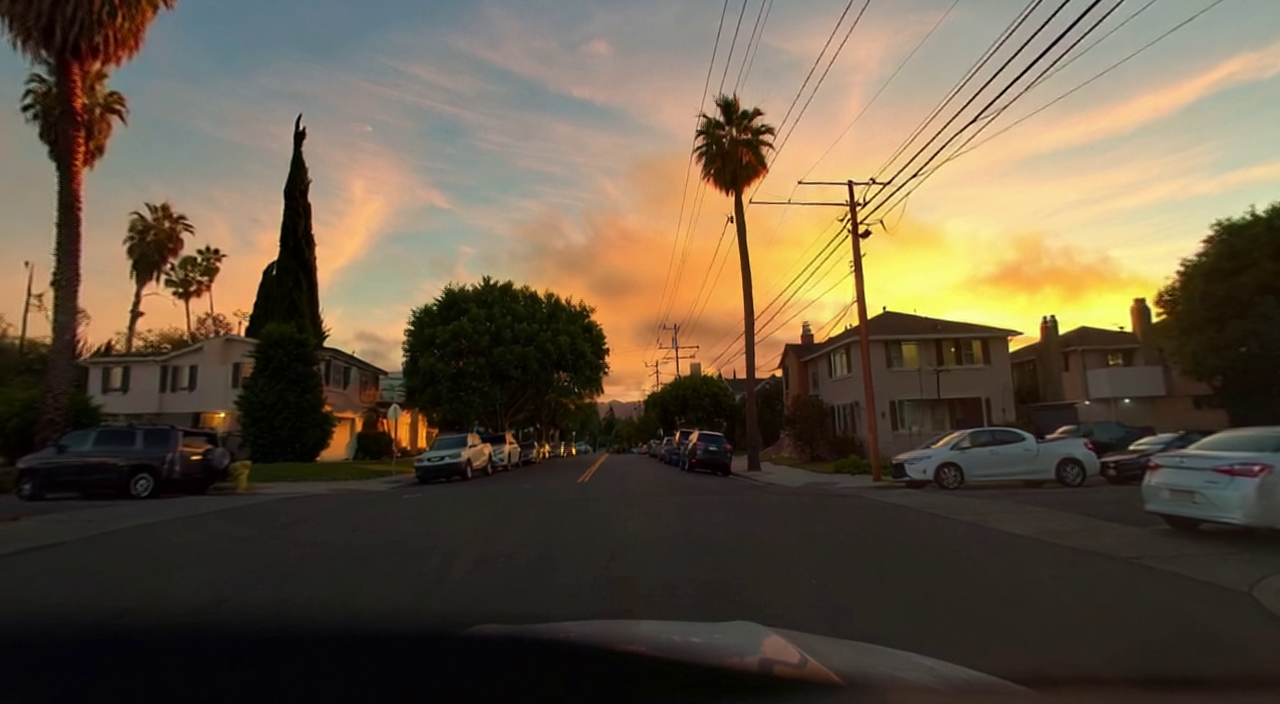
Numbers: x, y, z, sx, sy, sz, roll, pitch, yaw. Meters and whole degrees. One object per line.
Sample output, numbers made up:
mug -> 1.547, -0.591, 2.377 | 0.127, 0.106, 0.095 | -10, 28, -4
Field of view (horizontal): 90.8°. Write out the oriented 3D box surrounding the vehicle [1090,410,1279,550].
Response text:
vehicle -> 8.993, 1.671, 8.577 | 4.181, 1.638, 2.015 | 0, -9, -1

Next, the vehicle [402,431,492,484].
vehicle -> -6.953, 3.840, 23.300 | 2.198, 1.724, 4.493 | 1, -9, -4

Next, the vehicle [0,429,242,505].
vehicle -> -14.794, 3.167, 17.528 | 5.847, 1.766, 2.392 | -2, -9, -2

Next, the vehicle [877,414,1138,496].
vehicle -> 10.272, 2.909, 18.030 | 5.971, 1.967, 2.385 | -1, -9, -5

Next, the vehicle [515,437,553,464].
vehicle -> -7.729, 7.229, 46.616 | 2.178, 1.865, 4.658 | 0, -9, -2

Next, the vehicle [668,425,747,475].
vehicle -> 2.700, 4.194, 27.056 | 2.505, 1.895, 5.805 | 0, -9, -2
